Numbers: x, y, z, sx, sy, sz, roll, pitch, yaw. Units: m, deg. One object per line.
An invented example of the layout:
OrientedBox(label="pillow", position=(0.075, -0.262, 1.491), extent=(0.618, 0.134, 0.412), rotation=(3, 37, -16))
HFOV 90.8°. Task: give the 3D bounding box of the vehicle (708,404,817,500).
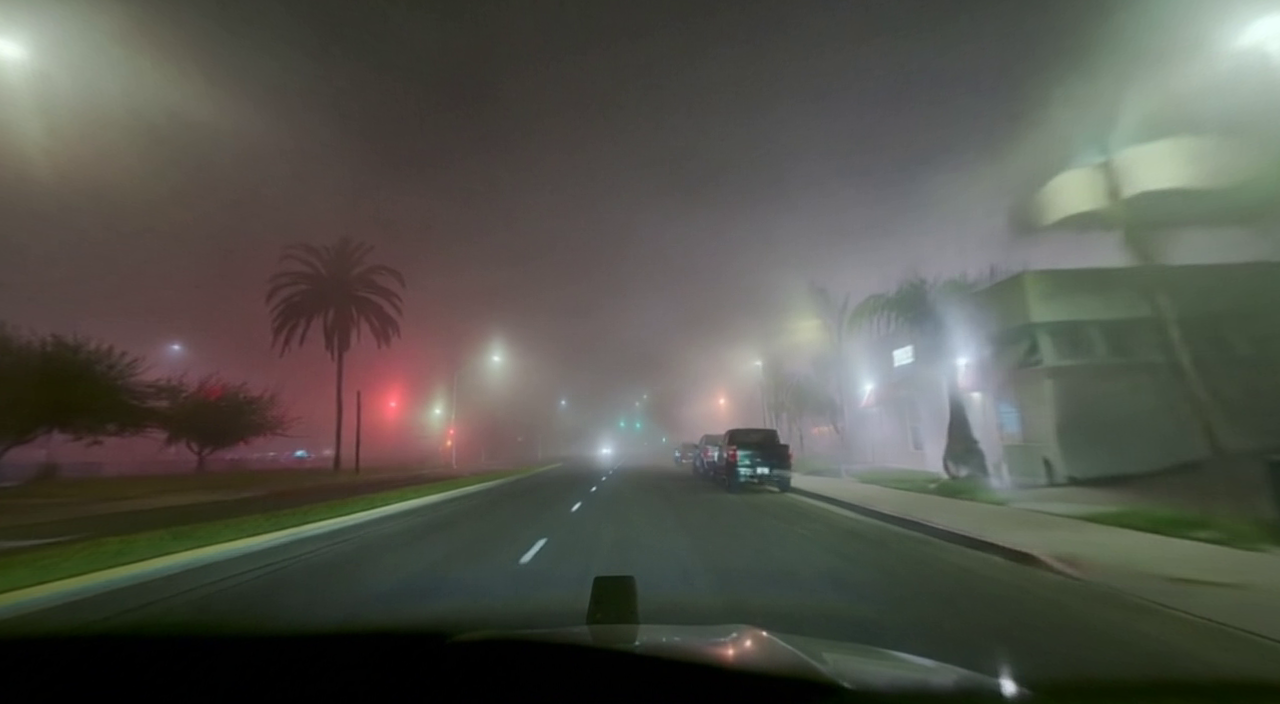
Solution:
OrientedBox(label="vehicle", position=(3.574, 3.084, 19.722), extent=(2.221, 2.552, 5.594), rotation=(0, -9, 0))
